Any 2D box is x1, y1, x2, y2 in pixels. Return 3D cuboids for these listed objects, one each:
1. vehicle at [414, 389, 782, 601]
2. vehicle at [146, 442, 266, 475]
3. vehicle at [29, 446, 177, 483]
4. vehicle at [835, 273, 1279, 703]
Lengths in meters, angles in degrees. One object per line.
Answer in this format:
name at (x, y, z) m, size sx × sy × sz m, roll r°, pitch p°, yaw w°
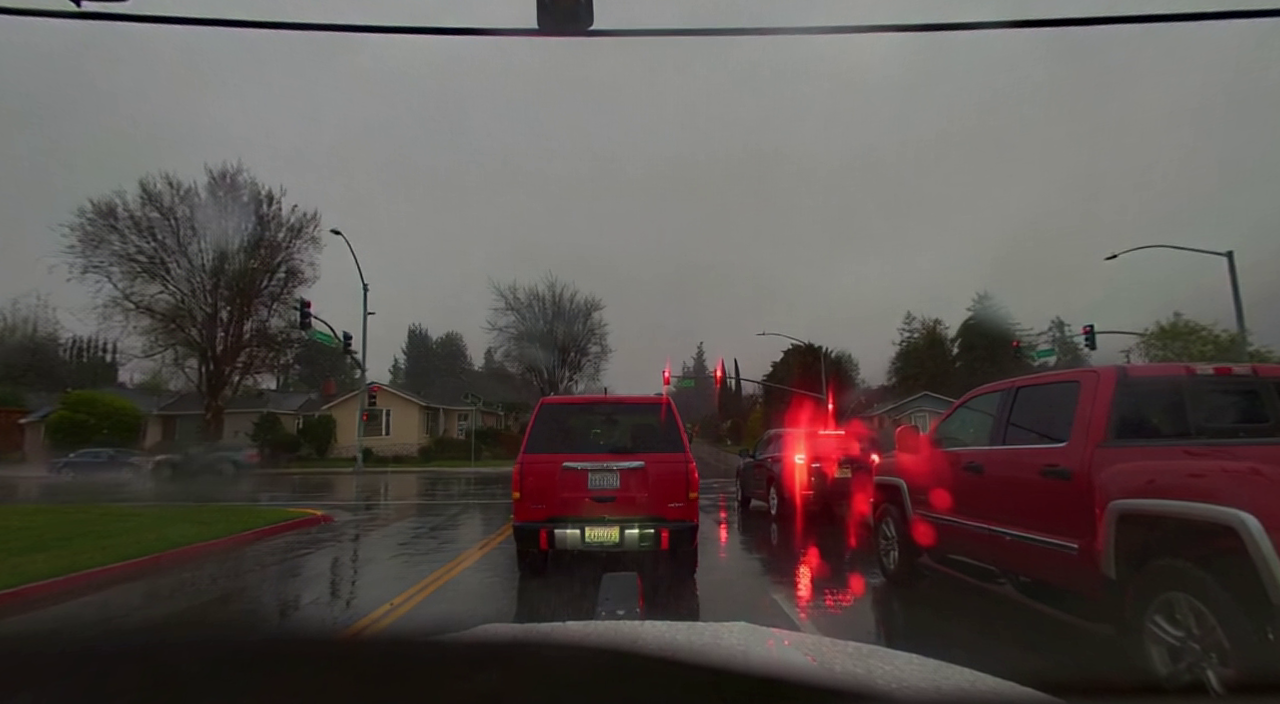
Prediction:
vehicle at (-0.285, 1.396, 6.681) m, size 3.379 × 1.780 × 1.915 m, roll -2°, pitch -8°, yaw 11°
vehicle at (-21.059, 5.167, 30.820) m, size 4.404 × 1.534 × 1.704 m, roll 1°, pitch -8°, yaw -9°
vehicle at (-22.867, 4.786, 27.075) m, size 4.533 × 1.350 × 1.714 m, roll 0°, pitch -7°, yaw -9°
vehicle at (2.976, 0.947, 3.869) m, size 1.886 × 1.849 × 5.070 m, roll 0°, pitch -8°, yaw -1°
